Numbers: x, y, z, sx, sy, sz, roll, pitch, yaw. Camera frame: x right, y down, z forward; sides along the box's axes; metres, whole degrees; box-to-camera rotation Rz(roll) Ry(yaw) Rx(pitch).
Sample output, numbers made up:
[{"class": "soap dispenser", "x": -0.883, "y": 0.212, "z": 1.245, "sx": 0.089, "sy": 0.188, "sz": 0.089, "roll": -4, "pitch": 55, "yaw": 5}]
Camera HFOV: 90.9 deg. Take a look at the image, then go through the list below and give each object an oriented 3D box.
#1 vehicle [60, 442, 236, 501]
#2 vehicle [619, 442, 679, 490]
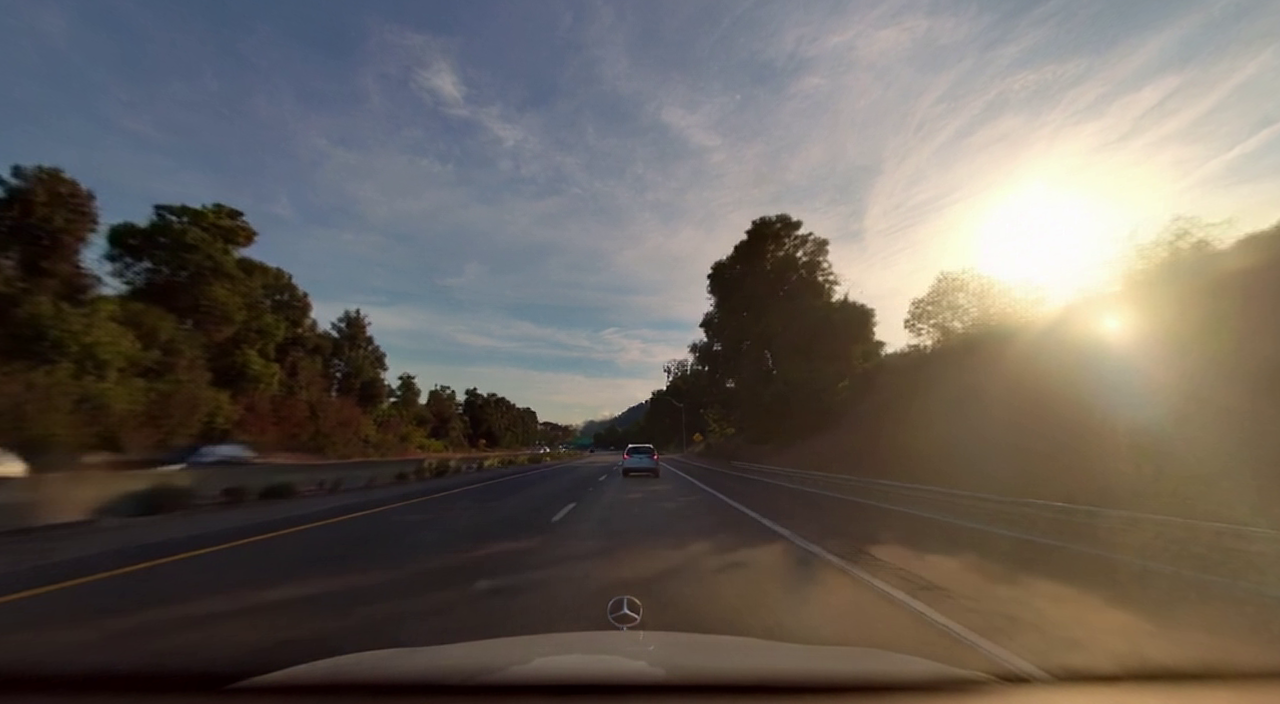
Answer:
[{"class": "vehicle", "x": -13.607, "y": 3.293, "z": 17.761, "sx": 1.875, "sy": 1.457, "sz": 3.773, "roll": 0, "pitch": -9, "yaw": 0}, {"class": "vehicle", "x": 0.308, "y": 4.417, "z": 24.816, "sx": 2.135, "sy": 1.686, "sz": 4.517, "roll": 0, "pitch": -9, "yaw": 0}]
